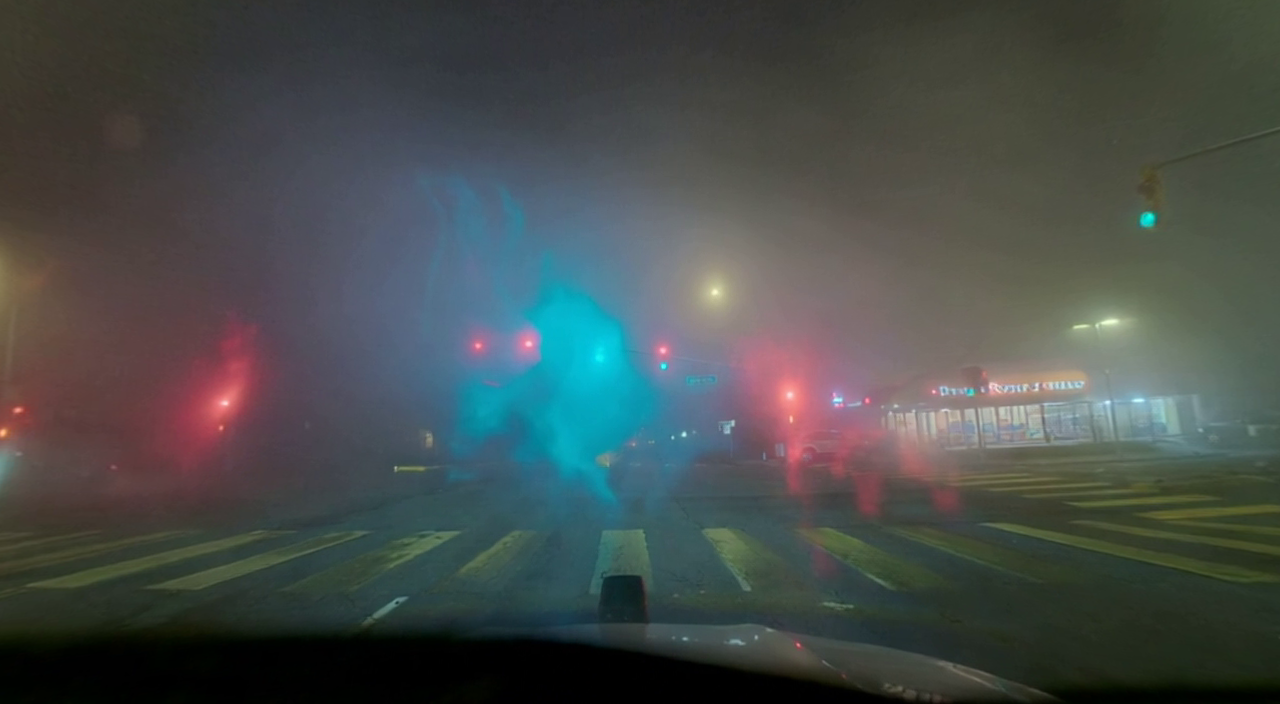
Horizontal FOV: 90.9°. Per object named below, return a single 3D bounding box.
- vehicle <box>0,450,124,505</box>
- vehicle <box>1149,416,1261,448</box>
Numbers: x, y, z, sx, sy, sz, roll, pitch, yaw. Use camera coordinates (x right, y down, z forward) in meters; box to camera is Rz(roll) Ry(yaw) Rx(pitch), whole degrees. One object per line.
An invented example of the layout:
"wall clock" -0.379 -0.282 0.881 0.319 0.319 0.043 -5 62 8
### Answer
"vehicle" -18.776 3.769 19.262 1.919 1.513 4.604 -1 -8 3
"vehicle" 28.264 4.069 31.729 1.799 1.459 4.266 -1 -8 3
